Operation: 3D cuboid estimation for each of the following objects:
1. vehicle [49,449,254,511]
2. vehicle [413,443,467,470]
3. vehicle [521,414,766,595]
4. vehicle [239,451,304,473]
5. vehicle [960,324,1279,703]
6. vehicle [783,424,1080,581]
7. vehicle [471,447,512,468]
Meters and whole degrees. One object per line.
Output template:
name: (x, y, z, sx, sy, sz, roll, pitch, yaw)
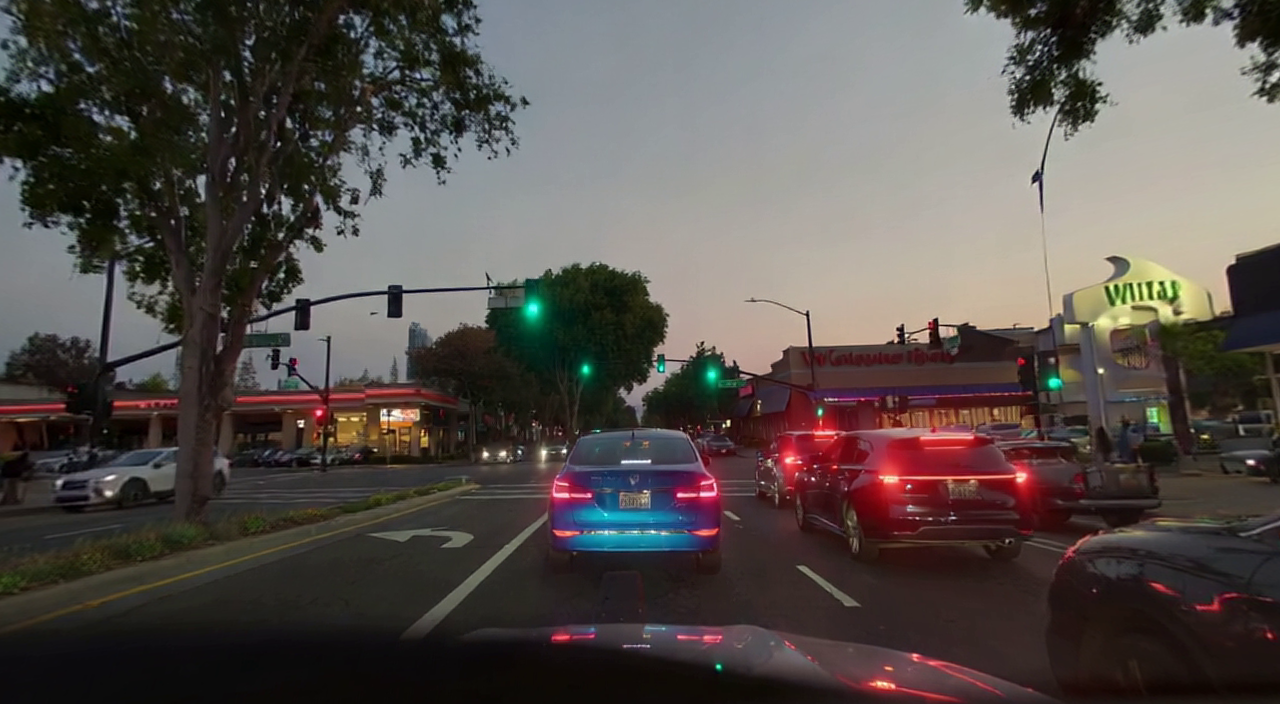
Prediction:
vehicle: (-14.679, 3.789, 19.299, 2.269, 1.604, 4.265, -4, -9, 24)
vehicle: (-15.083, 7.891, 48.041, 2.395, 1.903, 4.860, -1, -9, 1)
vehicle: (0.009, 1.629, 7.522, 2.154, 1.577, 3.723, 0, -9, -1)
vehicle: (-28.603, 8.523, 49.163, 4.205, 1.541, 1.780, 4, -10, -28)
vehicle: (2.982, 0.698, 1.569, 2.075, 1.661, 4.401, 0, -9, 1)
vehicle: (3.323, 1.781, 8.297, 1.865, 1.496, 4.170, 0, -9, 0)
vehicle: (-11.269, 8.000, 48.242, 2.099, 1.478, 4.411, 0, -9, 0)
